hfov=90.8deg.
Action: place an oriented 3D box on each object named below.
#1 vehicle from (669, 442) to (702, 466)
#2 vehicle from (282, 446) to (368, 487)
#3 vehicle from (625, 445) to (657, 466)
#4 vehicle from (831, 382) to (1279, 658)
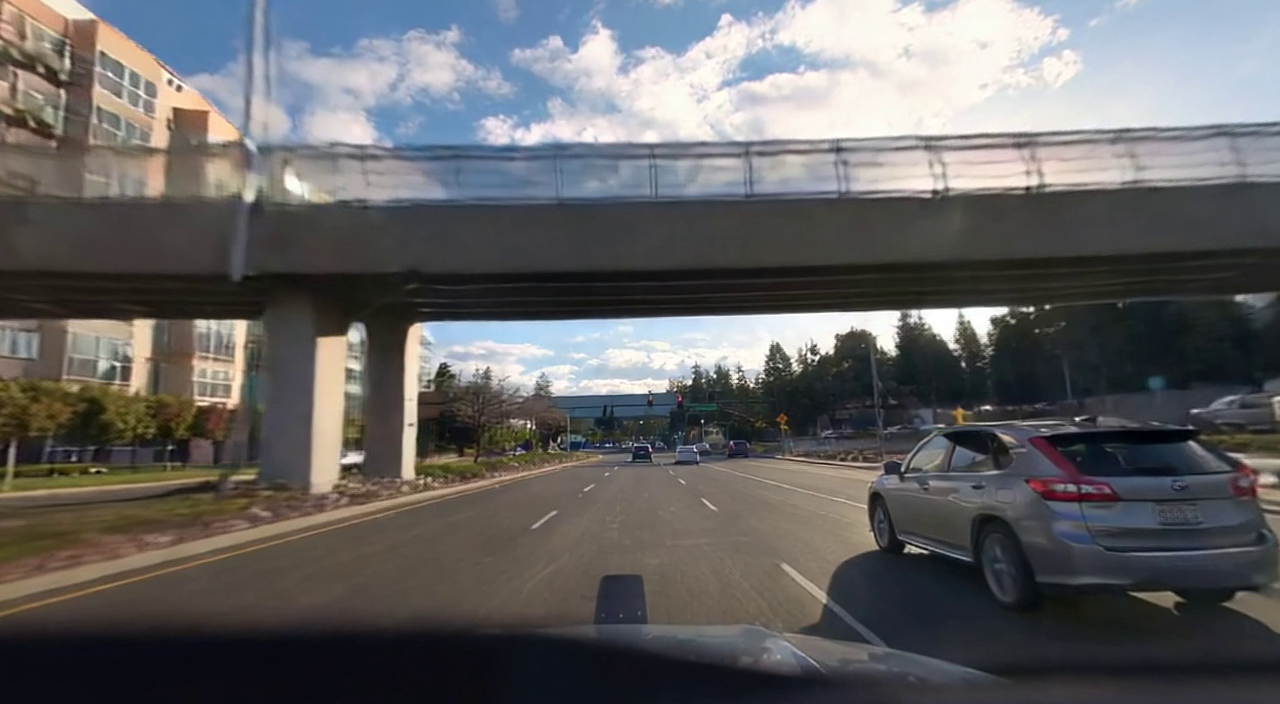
[{"bbox_3d":[3.442,7.771,48.220,2.165,1.708,3.928,0,-8,-1],"label":"vehicle"},{"bbox_3d":[-14.172,5.141,28.665,1.812,1.511,4.123,-2,-7,0],"label":"vehicle"},{"bbox_3d":[0.060,7.572,46.470,2.173,1.498,4.528,0,-8,0],"label":"vehicle"},{"bbox_3d":[3.714,1.407,6.408,2.130,1.741,4.665,0,-8,1],"label":"vehicle"}]
